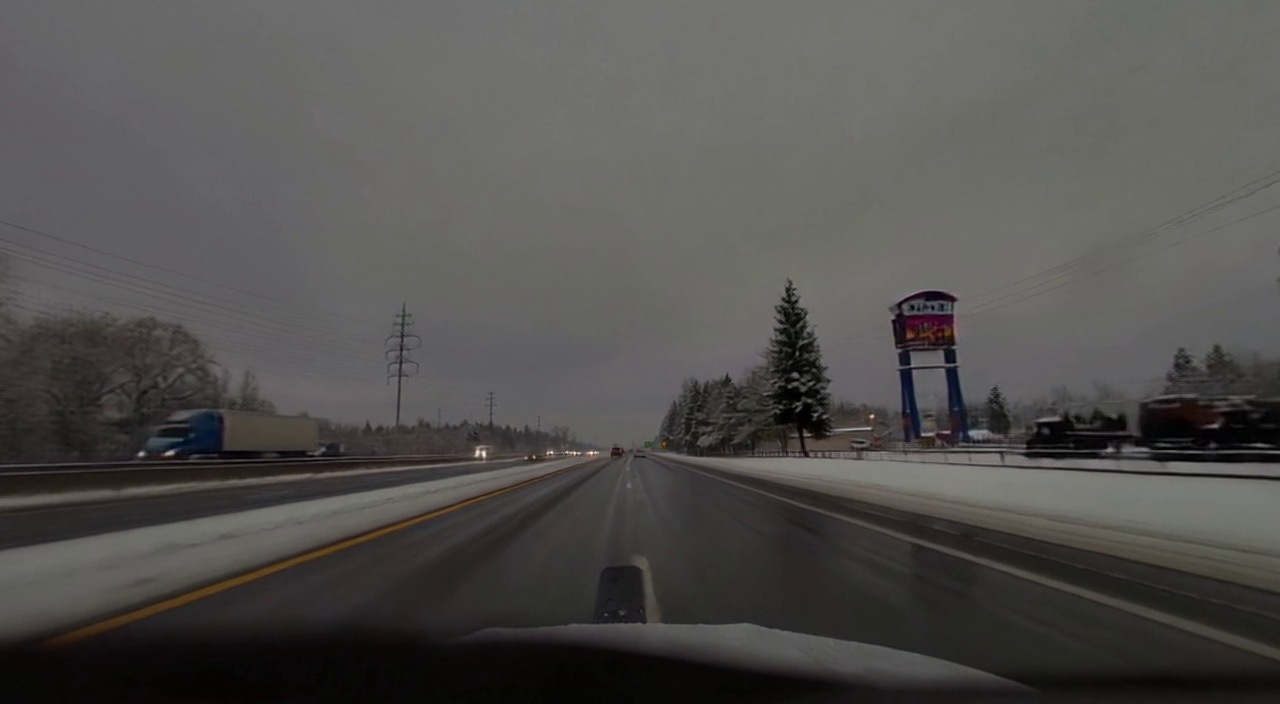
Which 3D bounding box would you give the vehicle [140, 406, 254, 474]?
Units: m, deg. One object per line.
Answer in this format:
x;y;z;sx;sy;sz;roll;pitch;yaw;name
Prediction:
-29.004;5.802;41.696;2.866;3.966;6.447;-2;-8;-1;vehicle

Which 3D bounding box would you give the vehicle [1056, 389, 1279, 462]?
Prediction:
32.555;4.684;39.005;10.652;3.951;2.980;-8;-12;43;vehicle
